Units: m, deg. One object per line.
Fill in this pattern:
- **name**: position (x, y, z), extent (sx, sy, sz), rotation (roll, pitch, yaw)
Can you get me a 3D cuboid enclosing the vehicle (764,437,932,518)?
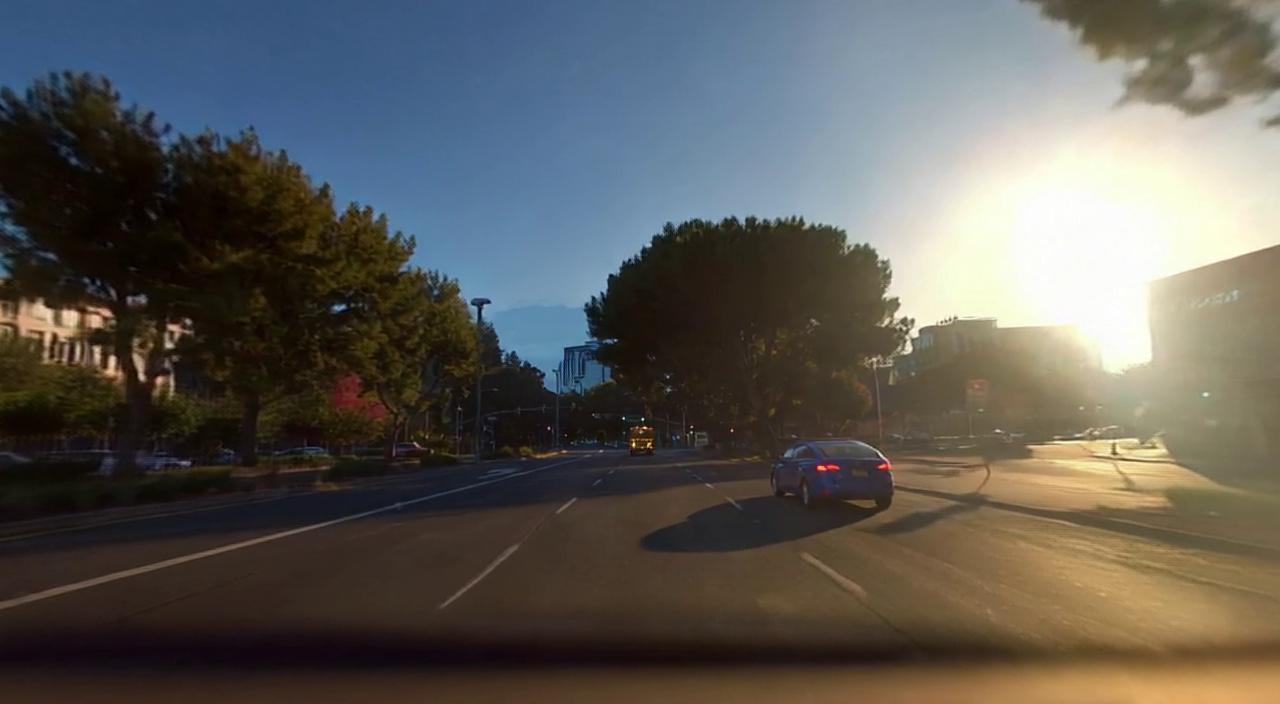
- **vehicle**: position (4.246, 2.628, 13.831), extent (2.005, 1.442, 4.675), rotation (0, -8, -1)
